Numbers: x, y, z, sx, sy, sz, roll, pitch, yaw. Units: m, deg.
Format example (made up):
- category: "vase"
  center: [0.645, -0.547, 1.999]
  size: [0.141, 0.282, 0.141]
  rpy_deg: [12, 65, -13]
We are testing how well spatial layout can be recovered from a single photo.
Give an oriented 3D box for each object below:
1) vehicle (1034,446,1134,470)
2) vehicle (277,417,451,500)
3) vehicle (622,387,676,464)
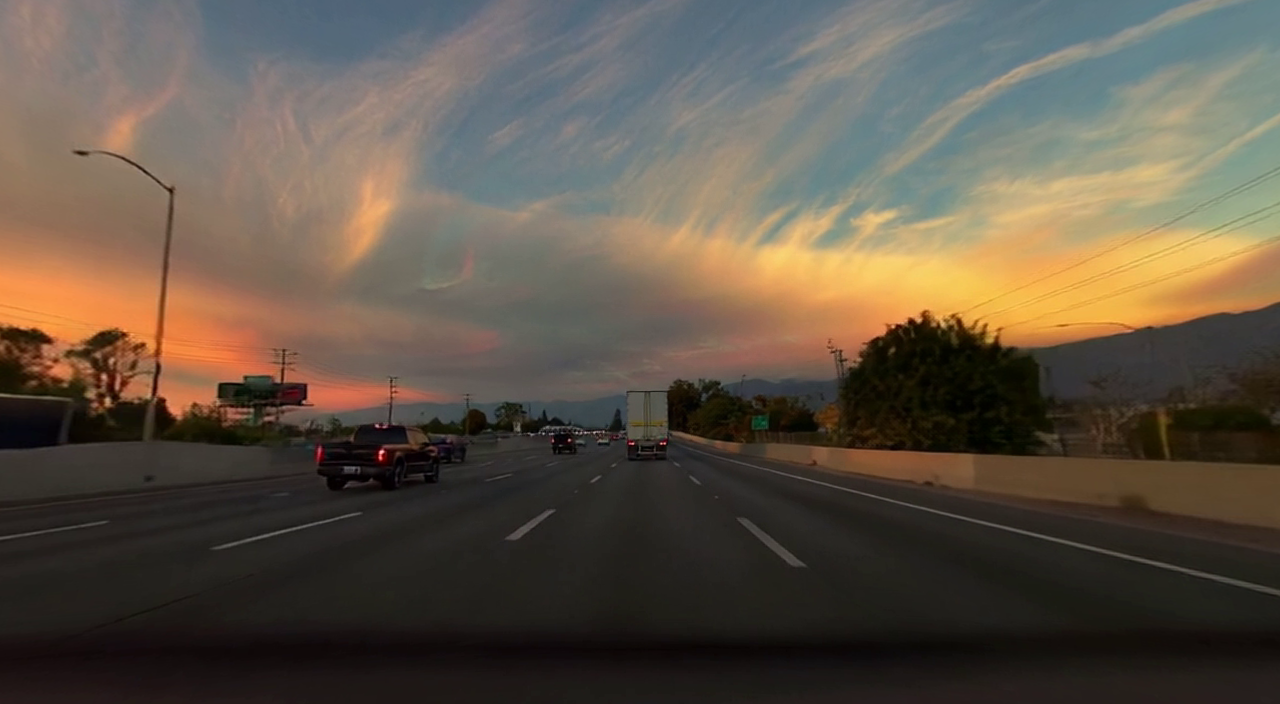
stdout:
- category: "vehicle"
  center: [28.463, 6.768, 40.587]
  size: [1.757, 1.437, 4.897]
  rpy_deg: [5, -10, -30]
- category: "vehicle"
  center: [-7.030, 2.796, 16.913]
  size: [2.197, 1.847, 5.364]
  rpy_deg: [0, -8, 0]
- category: "vehicle"
  center: [0.659, 4.704, 39.121]
  size: [2.879, 4.027, 11.243]
  rpy_deg: [0, -8, 2]
